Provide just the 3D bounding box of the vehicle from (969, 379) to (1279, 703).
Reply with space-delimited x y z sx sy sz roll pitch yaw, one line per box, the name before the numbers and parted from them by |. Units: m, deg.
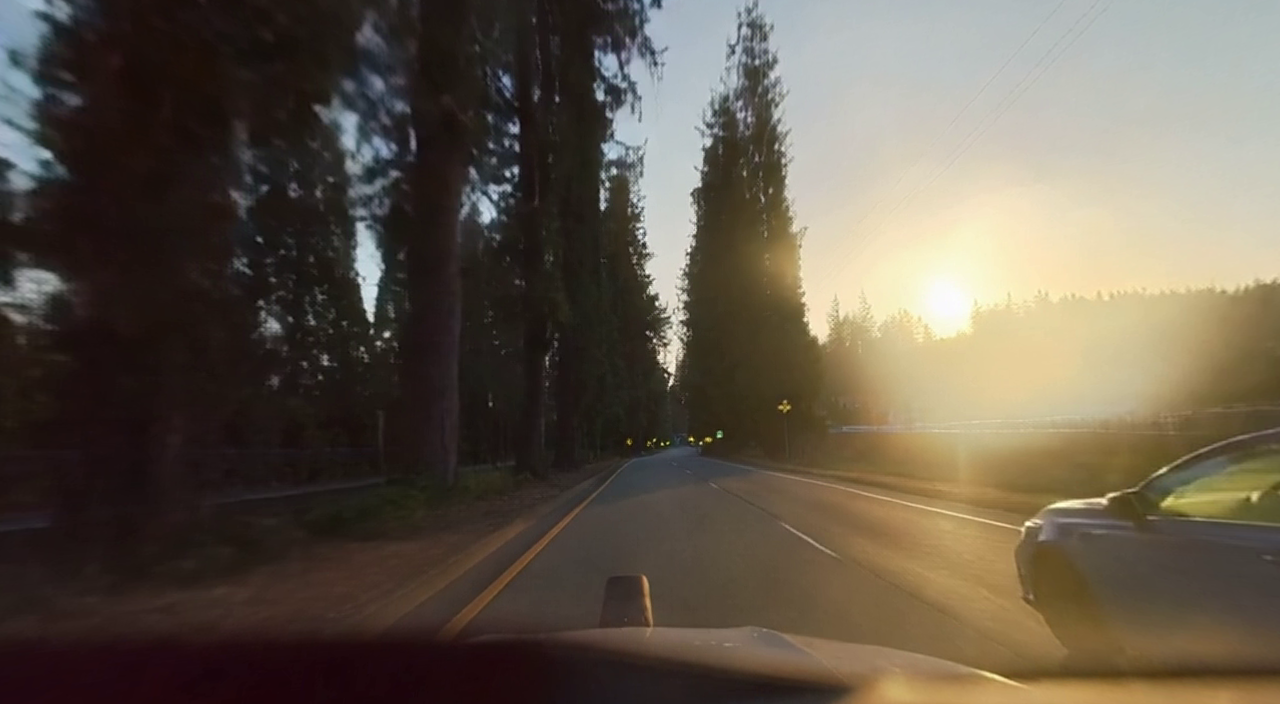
vehicle | 3.366 0.810 2.034 2.061 1.503 4.823 -1 -8 1
